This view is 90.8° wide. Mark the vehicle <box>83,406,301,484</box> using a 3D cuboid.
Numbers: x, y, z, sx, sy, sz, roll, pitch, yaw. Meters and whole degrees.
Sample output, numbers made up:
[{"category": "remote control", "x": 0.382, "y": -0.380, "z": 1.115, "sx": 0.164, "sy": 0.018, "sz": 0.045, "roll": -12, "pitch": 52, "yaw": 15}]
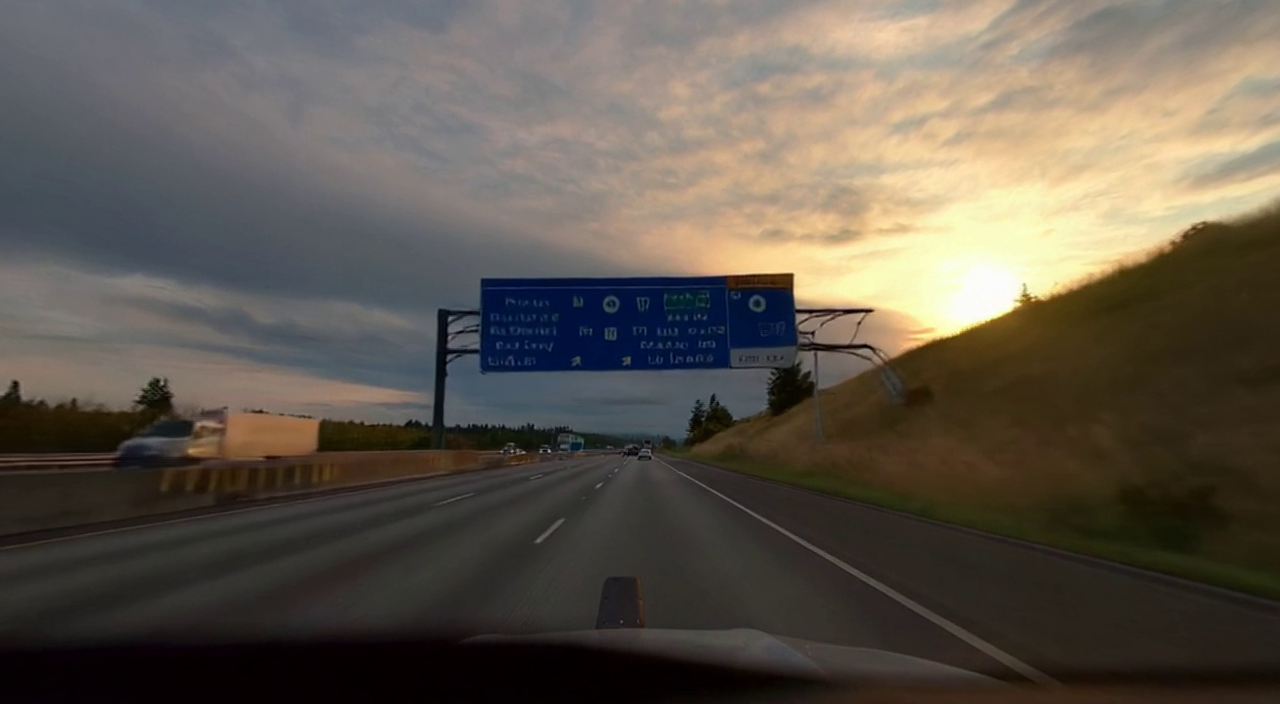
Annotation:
[{"category": "vehicle", "x": -19.307, "y": 4.204, "z": 28.346, "sx": 2.853, "sy": 2.929, "sz": 9.362, "roll": 0, "pitch": -9, "yaw": 0}]
